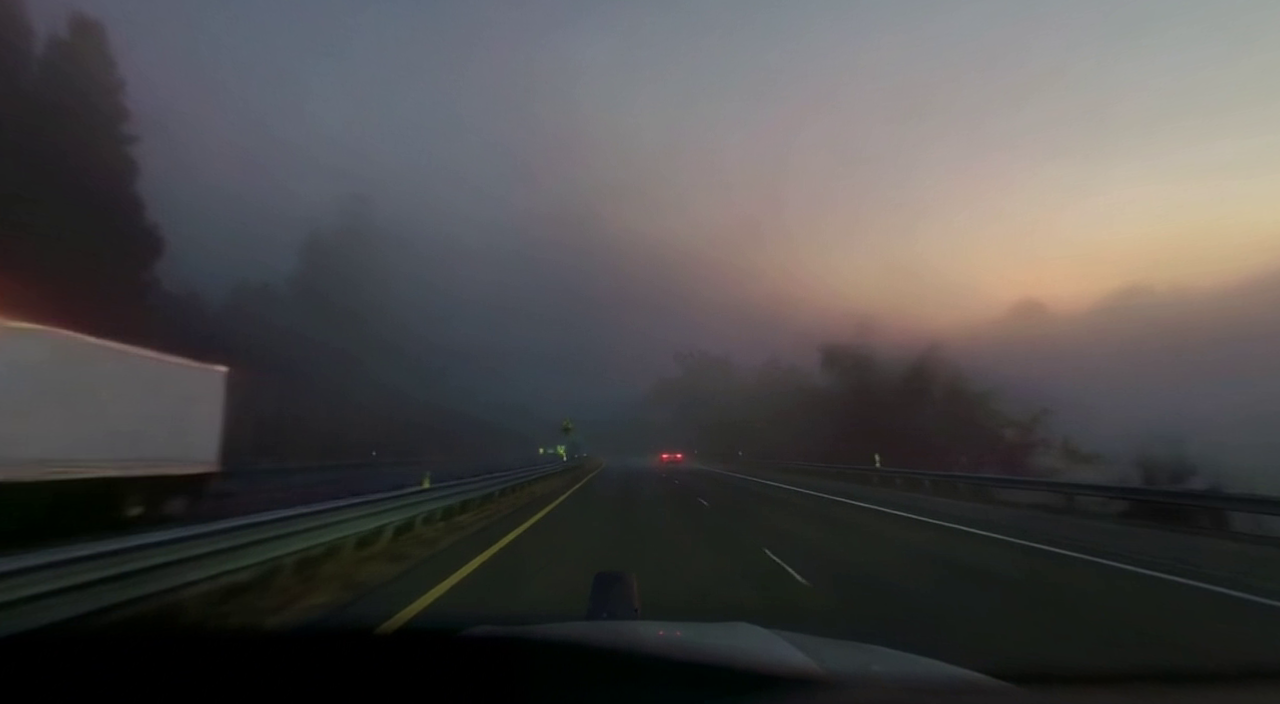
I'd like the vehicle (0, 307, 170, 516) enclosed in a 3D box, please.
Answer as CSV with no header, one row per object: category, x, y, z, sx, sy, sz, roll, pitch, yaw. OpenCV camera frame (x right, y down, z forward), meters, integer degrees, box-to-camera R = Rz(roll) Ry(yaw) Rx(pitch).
vehicle,-13.300,1.073,11.487,2.763,3.848,8.560,0,-9,0
